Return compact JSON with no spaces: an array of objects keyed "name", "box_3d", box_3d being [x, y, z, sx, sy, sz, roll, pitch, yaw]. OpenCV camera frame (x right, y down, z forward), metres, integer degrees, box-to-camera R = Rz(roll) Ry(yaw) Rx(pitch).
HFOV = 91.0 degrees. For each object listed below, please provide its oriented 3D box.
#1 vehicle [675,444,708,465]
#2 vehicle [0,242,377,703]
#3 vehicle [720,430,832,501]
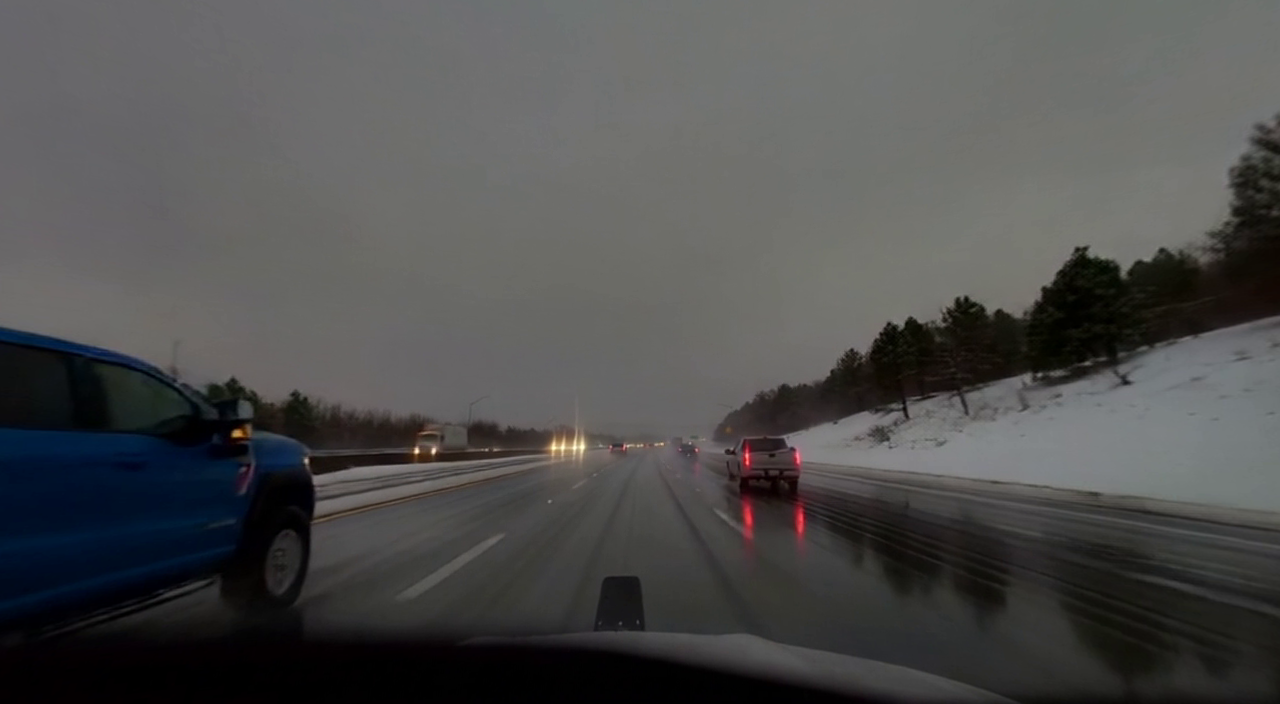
[{"name":"vehicle","box_3d":[3.765,7.540,46.493,2.047,1.501,4.237,0,-9,0]},{"name":"vehicle","box_3d":[-4.000,0.736,3.356,2.496,2.203,6.317,0,-9,-1]},{"name":"vehicle","box_3d":[3.514,3.019,17.119,2.095,1.668,4.135,0,-9,0]}]
